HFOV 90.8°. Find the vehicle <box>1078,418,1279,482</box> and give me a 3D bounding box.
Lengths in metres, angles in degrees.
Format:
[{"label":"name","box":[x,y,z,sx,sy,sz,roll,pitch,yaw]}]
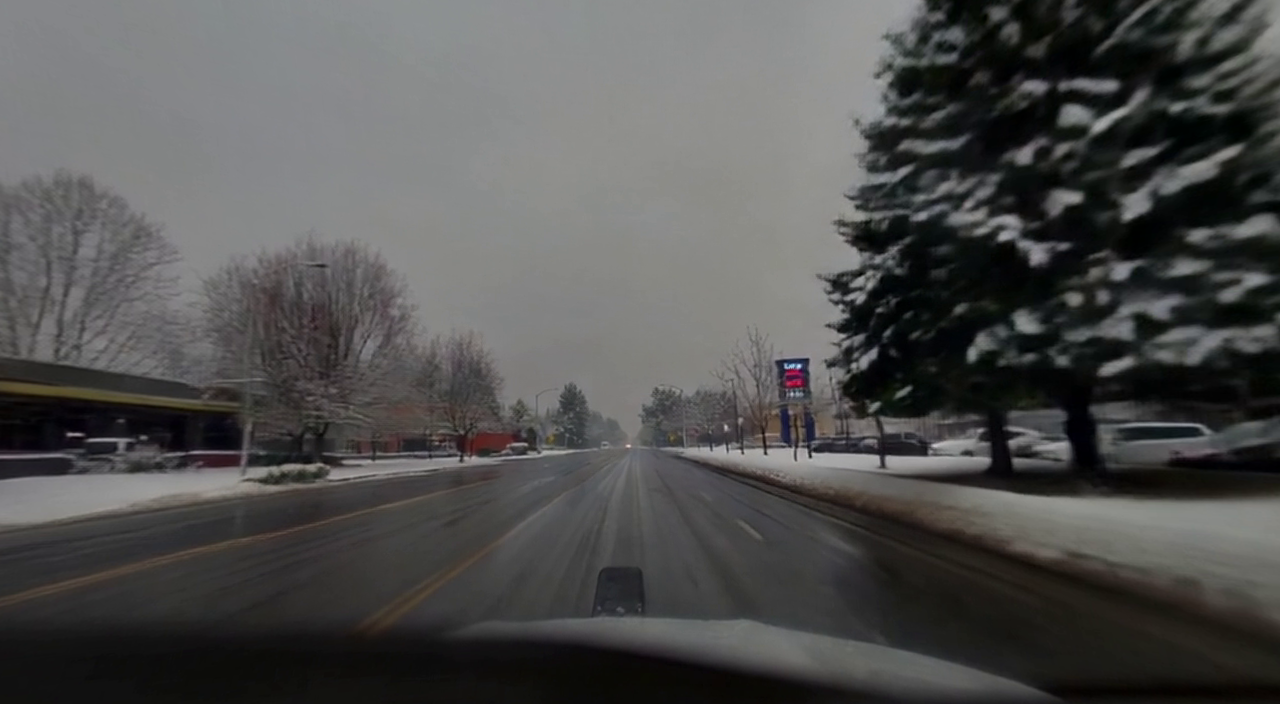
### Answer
[{"label":"vehicle","box":[15.437,2.781,18.034,4.339,1.673,2.018,0,-8,-2]}]
